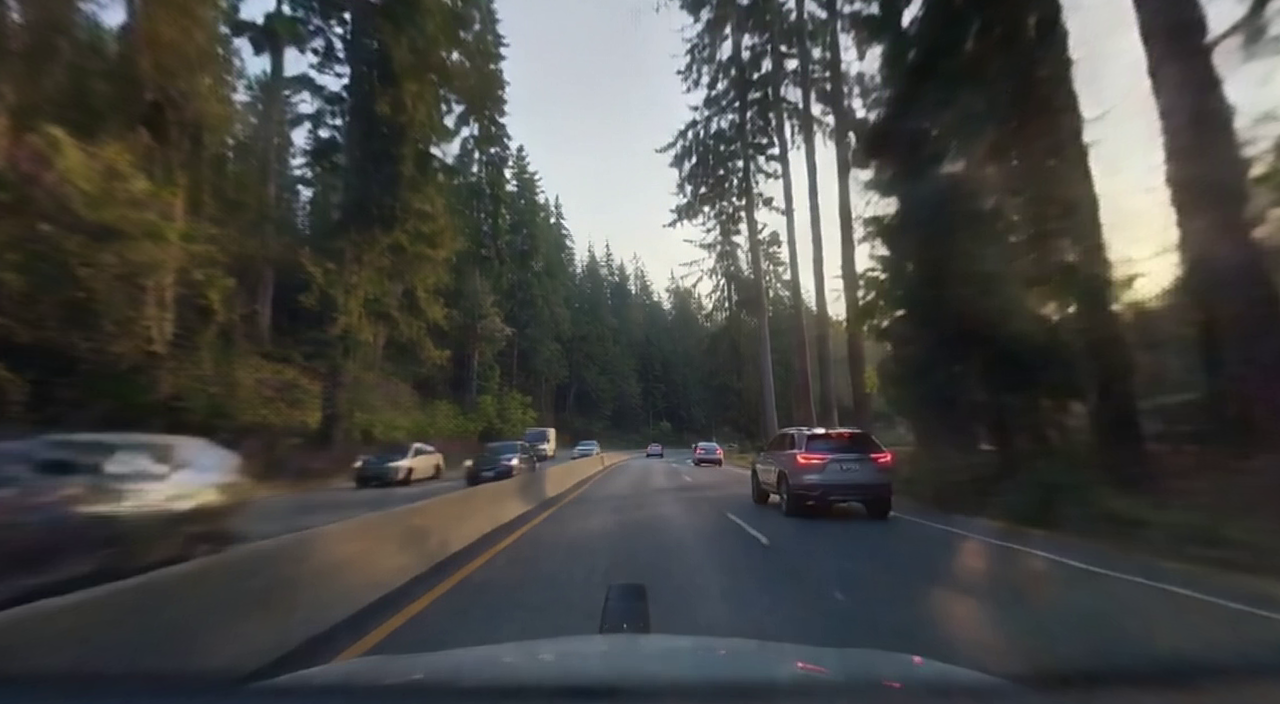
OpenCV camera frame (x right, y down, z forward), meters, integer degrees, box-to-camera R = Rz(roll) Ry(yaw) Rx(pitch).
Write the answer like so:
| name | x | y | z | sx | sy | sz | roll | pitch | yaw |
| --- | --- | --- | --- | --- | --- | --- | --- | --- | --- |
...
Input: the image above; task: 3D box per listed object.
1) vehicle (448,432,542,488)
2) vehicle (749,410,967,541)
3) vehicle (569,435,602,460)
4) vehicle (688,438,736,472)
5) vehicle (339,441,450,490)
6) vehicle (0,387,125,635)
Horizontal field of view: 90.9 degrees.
| name | x | y | z | sx | sy | sz | roll | pitch | yaw |
| --- | --- | --- | --- | --- | --- | --- | --- | --- | --- |
| vehicle | -4.831 | 3.666 | 21.726 | 2.054 | 1.683 | 4.384 | 0 | -8 | 2 |
| vehicle | 3.621 | 2.168 | 11.750 | 2.270 | 1.897 | 4.822 | 0 | -8 | -1 |
| vehicle | -4.057 | 7.201 | 47.585 | 1.965 | 1.727 | 4.041 | -1 | -8 | 3 |
| vehicle | 3.879 | 5.640 | 34.702 | 2.112 | 1.708 | 4.380 | 0 | -8 | 0 |
| vehicle | -8.182 | 3.801 | 21.539 | 1.909 | 1.486 | 4.382 | 0 | -8 | 2 |
| vehicle | -5.548 | 0.935 | 3.199 | 2.146 | 1.707 | 4.326 | 0 | -8 | 1 |
